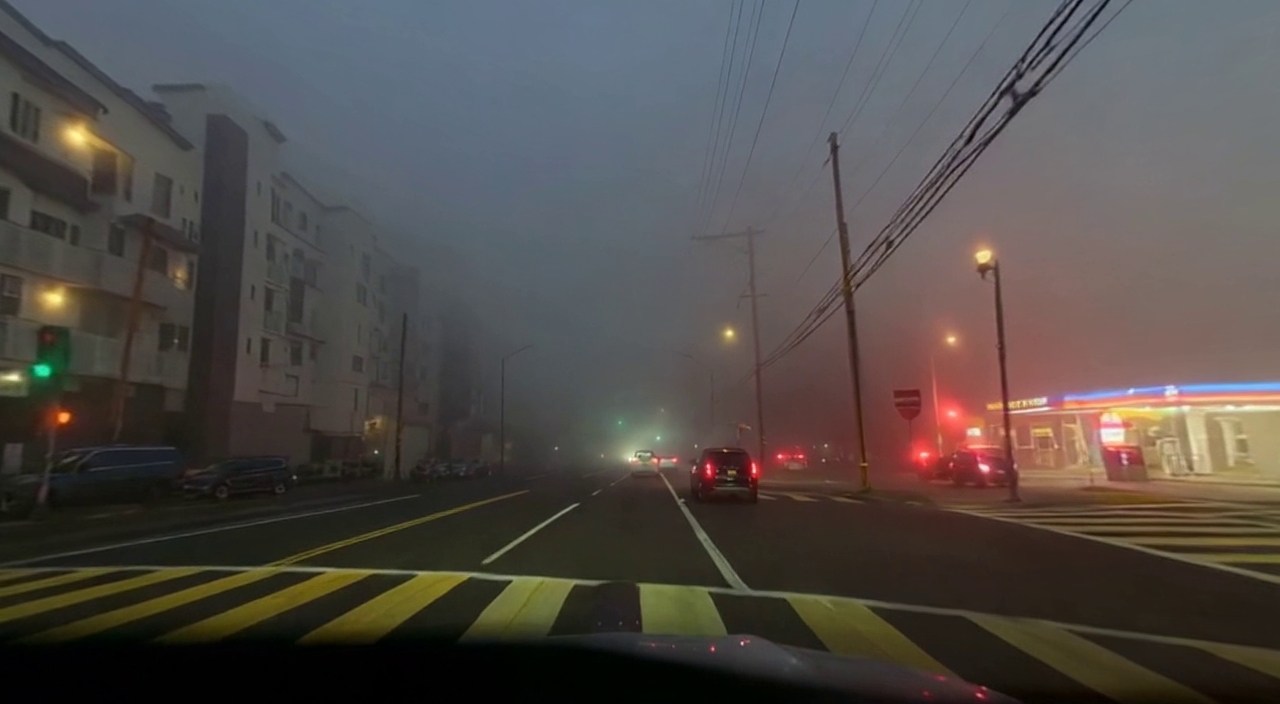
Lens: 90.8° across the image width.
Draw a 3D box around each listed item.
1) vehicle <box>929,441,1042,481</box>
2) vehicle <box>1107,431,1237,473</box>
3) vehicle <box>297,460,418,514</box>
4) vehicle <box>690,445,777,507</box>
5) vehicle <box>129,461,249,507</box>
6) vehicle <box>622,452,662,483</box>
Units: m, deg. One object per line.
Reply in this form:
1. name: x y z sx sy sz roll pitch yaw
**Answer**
1. vehicle: 14.063 4.449 26.080 1.846 1.480 4.649 0 -8 -2
2. vehicle: 21.484 4.056 25.758 1.856 1.530 3.933 -1 -8 1
3. vehicle: -9.150 4.378 20.930 1.859 1.451 4.447 -1 -8 1
4. vehicle: 2.701 3.672 19.231 1.945 1.647 4.160 0 -8 -1
5. vehicle: -17.196 5.023 24.157 3.631 1.452 1.610 -3 -4 8
6. vehicle: 0.101 6.155 33.923 1.999 1.487 3.939 0 -8 0
